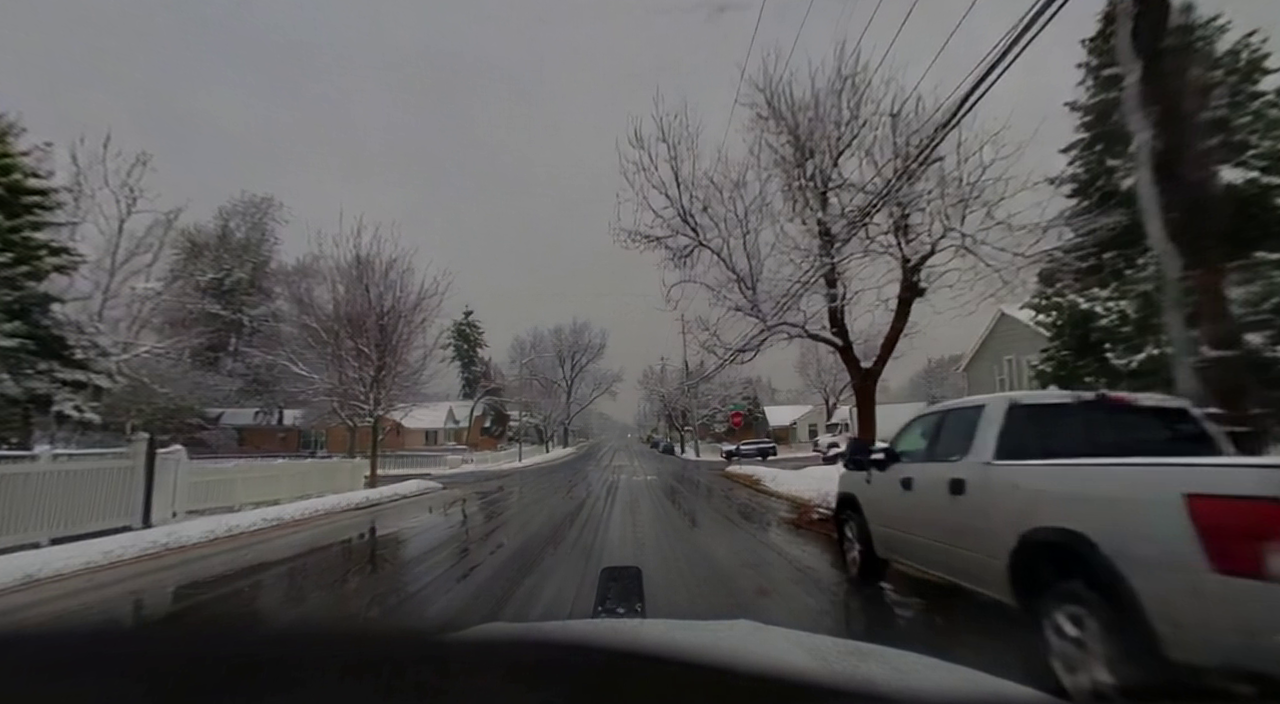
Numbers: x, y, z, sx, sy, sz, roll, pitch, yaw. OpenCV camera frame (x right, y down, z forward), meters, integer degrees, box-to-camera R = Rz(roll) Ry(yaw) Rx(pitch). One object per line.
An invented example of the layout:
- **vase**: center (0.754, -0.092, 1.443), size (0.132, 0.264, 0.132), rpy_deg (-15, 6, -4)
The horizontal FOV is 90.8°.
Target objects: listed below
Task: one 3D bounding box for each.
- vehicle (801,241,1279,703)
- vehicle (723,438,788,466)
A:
- **vehicle**: center (2.707, 0.945, 3.888), size (2.126, 1.795, 4.751), rpy_deg (0, -8, -1)
- **vehicle**: center (7.573, 6.583, 41.650), size (3.867, 1.710, 2.107), rpy_deg (0, -8, 0)
